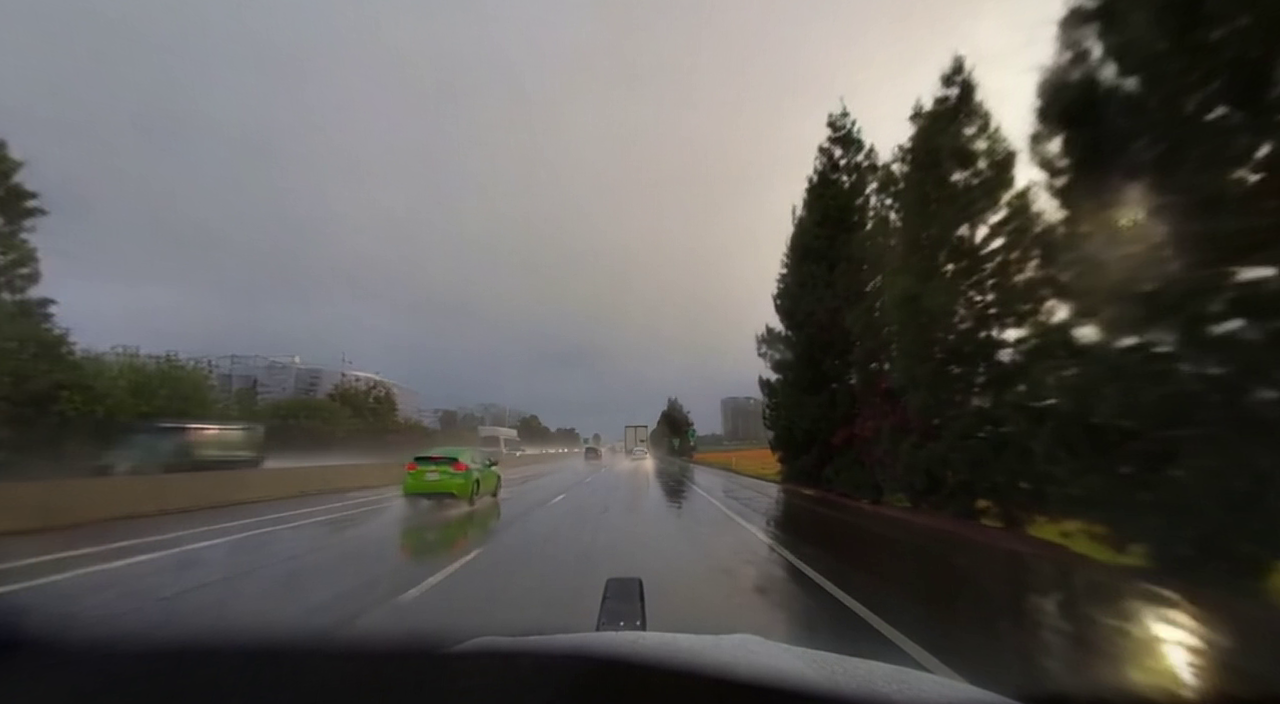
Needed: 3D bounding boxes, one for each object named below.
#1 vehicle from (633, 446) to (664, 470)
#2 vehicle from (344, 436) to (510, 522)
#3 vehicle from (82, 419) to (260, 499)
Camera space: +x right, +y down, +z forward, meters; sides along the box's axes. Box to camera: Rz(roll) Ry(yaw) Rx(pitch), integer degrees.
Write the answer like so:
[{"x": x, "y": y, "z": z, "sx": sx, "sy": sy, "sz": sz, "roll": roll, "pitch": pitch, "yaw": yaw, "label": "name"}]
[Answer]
[{"x": 0.545, "y": 7.239, "z": 43.202, "sx": 1.992, "sy": 1.593, "sz": 3.937, "roll": 0, "pitch": -9, "yaw": -1, "label": "vehicle"}, {"x": -4.285, "y": 2.628, "z": 13.501, "sx": 2.172, "sy": 1.548, "sz": 3.953, "roll": 0, "pitch": -9, "yaw": 0, "label": "vehicle"}, {"x": -17.189, "y": 3.951, "z": 23.648, "sx": 2.427, "sy": 2.619, "sz": 5.407, "roll": 0, "pitch": -9, "yaw": 0, "label": "vehicle"}]
